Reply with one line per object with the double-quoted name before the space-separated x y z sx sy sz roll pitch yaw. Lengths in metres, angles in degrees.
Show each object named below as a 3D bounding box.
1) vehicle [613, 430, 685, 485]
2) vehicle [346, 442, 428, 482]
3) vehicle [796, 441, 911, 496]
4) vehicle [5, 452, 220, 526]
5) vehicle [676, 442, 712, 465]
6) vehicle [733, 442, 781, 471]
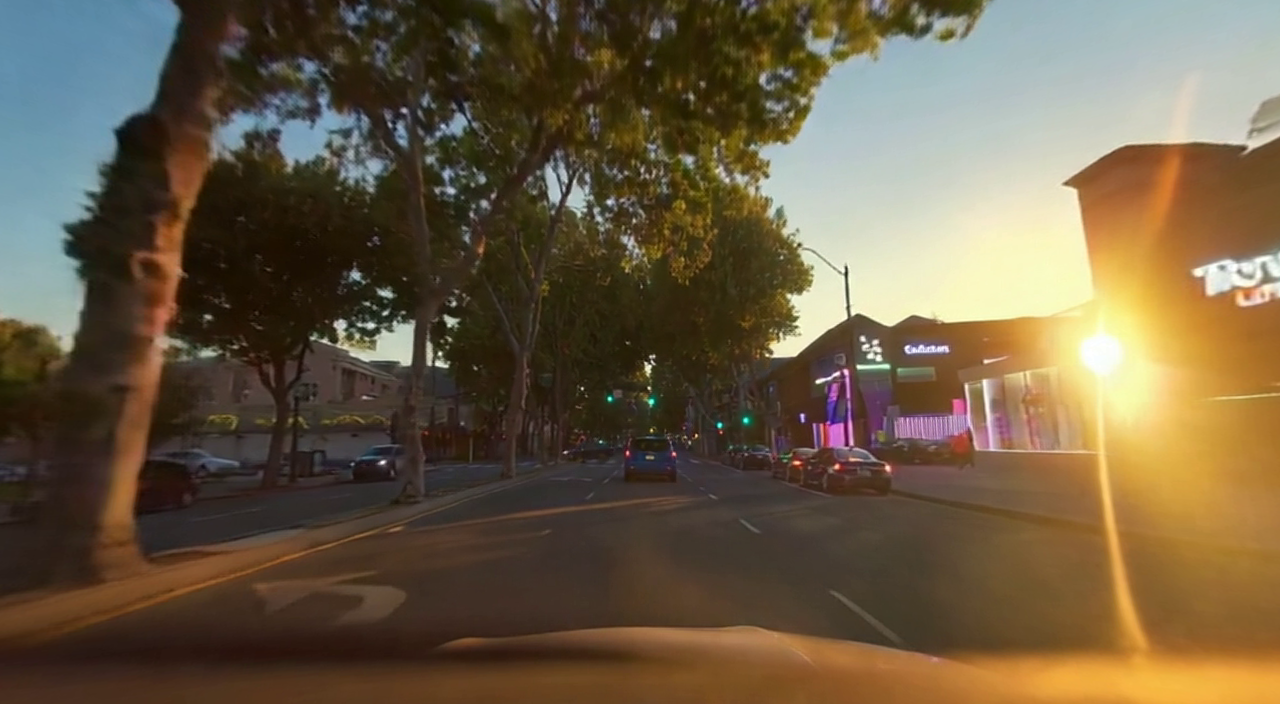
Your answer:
"vehicle" 0.287 3.822 23.202 2.382 1.796 4.610 0 -8 0
"vehicle" -13.496 5.870 34.109 2.197 1.985 5.183 0 -8 1
"vehicle" 6.448 3.564 19.724 2.048 1.484 4.709 0 -8 1
"vehicle" -13.775 3.546 16.949 1.934 1.639 4.387 0 -8 0
"vehicle" 3.714 7.064 44.203 2.209 1.478 4.138 0 -8 0
"vehicle" 6.696 6.024 36.603 1.986 1.515 4.265 0 -9 0
